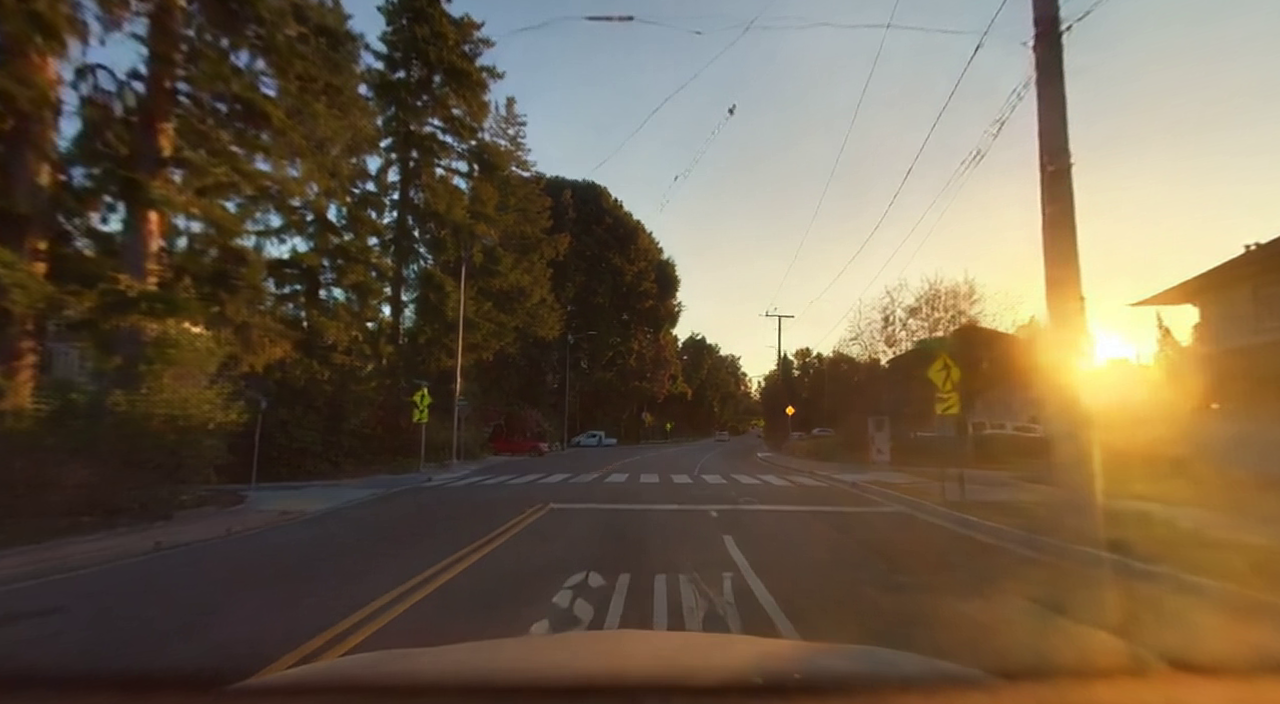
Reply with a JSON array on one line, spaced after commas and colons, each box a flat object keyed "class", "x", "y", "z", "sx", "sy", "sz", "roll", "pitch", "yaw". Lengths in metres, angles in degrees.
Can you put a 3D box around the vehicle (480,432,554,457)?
[{"class": "vehicle", "x": -8.040, "y": 6.077, "z": 41.560, "sx": 4.377, "sy": 1.596, "sz": 1.836, "roll": -2, "pitch": -9, "yaw": 15}]
